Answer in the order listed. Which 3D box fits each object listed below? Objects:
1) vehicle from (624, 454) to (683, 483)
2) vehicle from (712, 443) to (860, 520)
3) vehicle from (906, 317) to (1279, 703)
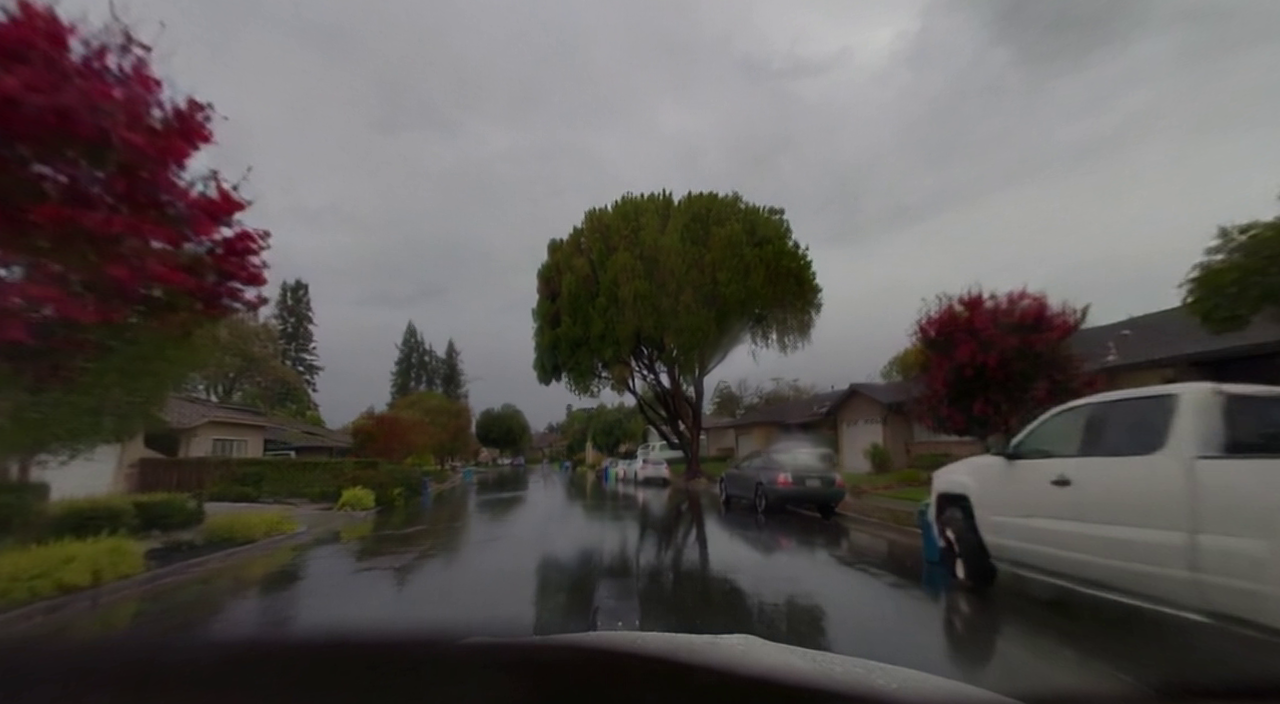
[{"bbox_3d":[0.718,6.746,37.004,2.193,1.504,4.576,2,-9,-16],"label":"vehicle"},{"bbox_3d":[3.772,3.441,17.522,2.111,1.771,4.942,1,-9,-11],"label":"vehicle"},{"bbox_3d":[4.900,1.109,4.765,2.788,2.227,6.194,0,-9,-3],"label":"vehicle"}]
